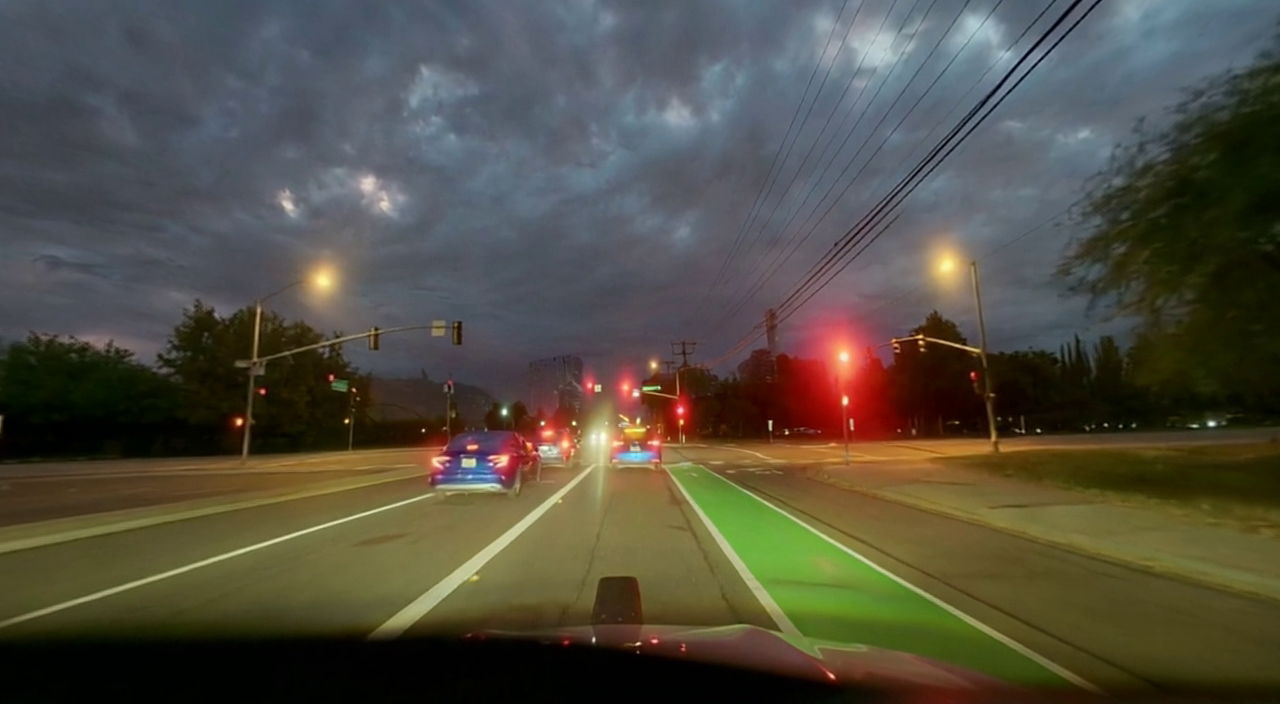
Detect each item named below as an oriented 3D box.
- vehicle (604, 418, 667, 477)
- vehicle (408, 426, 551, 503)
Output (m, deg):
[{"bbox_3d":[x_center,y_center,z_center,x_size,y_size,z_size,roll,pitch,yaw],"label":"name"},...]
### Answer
[{"bbox_3d":[-0.202,3.556,23.483,2.036,1.885,5.196,1,-9,-1],"label":"vehicle"},{"bbox_3d":[-3.591,2.580,15.351,2.138,1.488,5.327,1,-7,-1],"label":"vehicle"}]
